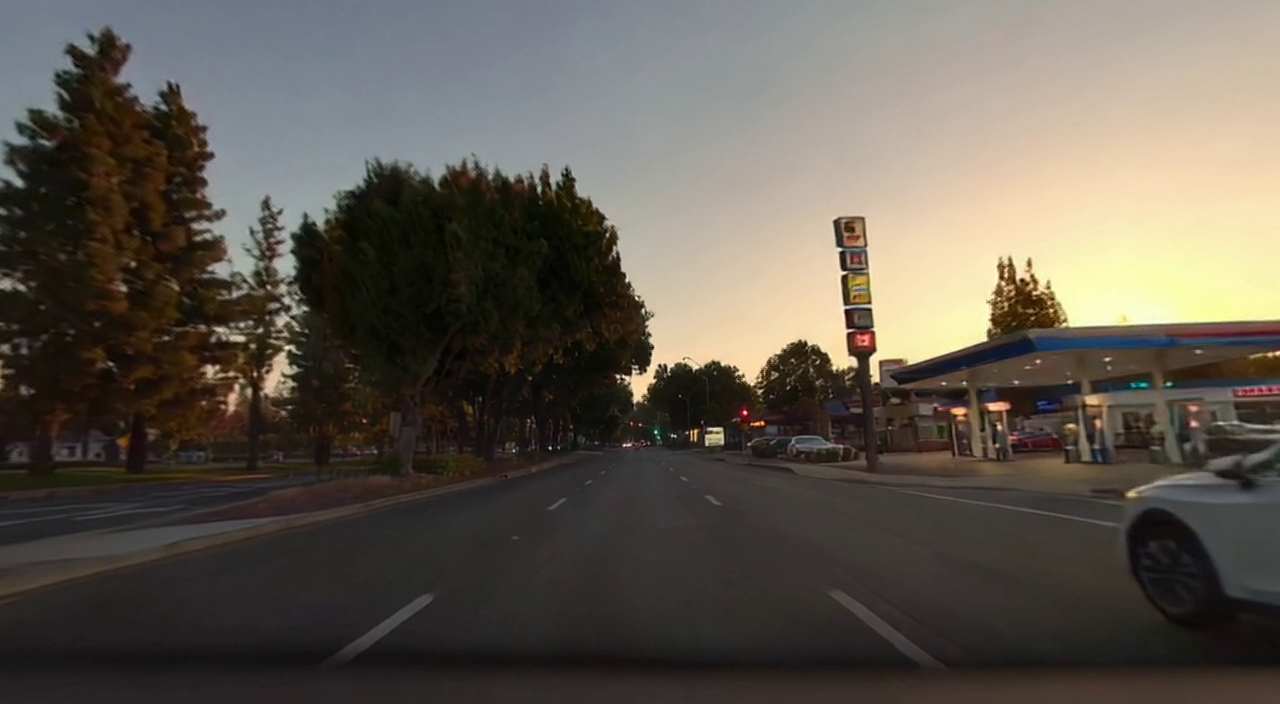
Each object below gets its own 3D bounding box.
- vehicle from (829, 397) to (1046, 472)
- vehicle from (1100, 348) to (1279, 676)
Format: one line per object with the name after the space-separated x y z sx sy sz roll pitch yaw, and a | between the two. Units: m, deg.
14.346 4.049 31.044 9.127 3.409 2.992 1 -8 -2 | vehicle
4.770 0.740 2.422 2.245 1.864 5.076 0 -8 2 | vehicle
